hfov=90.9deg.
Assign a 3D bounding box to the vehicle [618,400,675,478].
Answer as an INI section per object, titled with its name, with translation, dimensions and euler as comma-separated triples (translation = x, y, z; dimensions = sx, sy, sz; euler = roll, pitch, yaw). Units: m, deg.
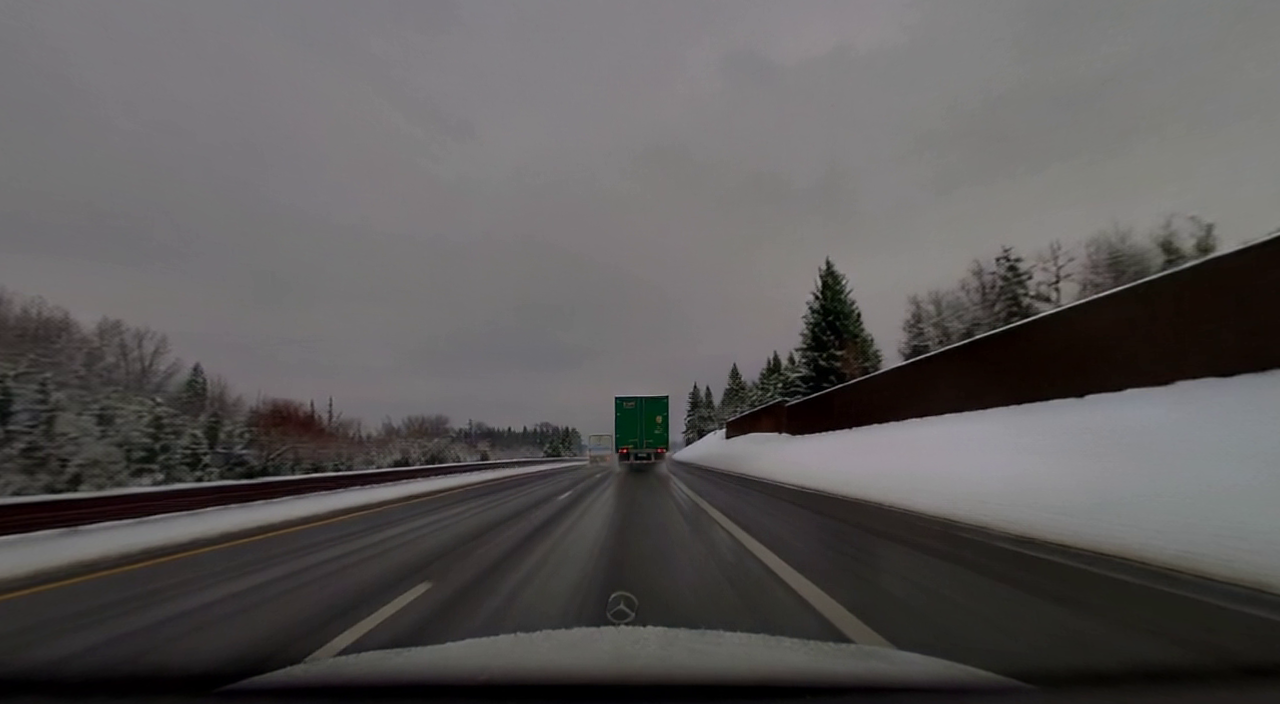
[vehicle]
translation = 0.222, 5.215, 37.195
dimensions = 2.900, 3.955, 10.151
euler = 0, -9, -1
